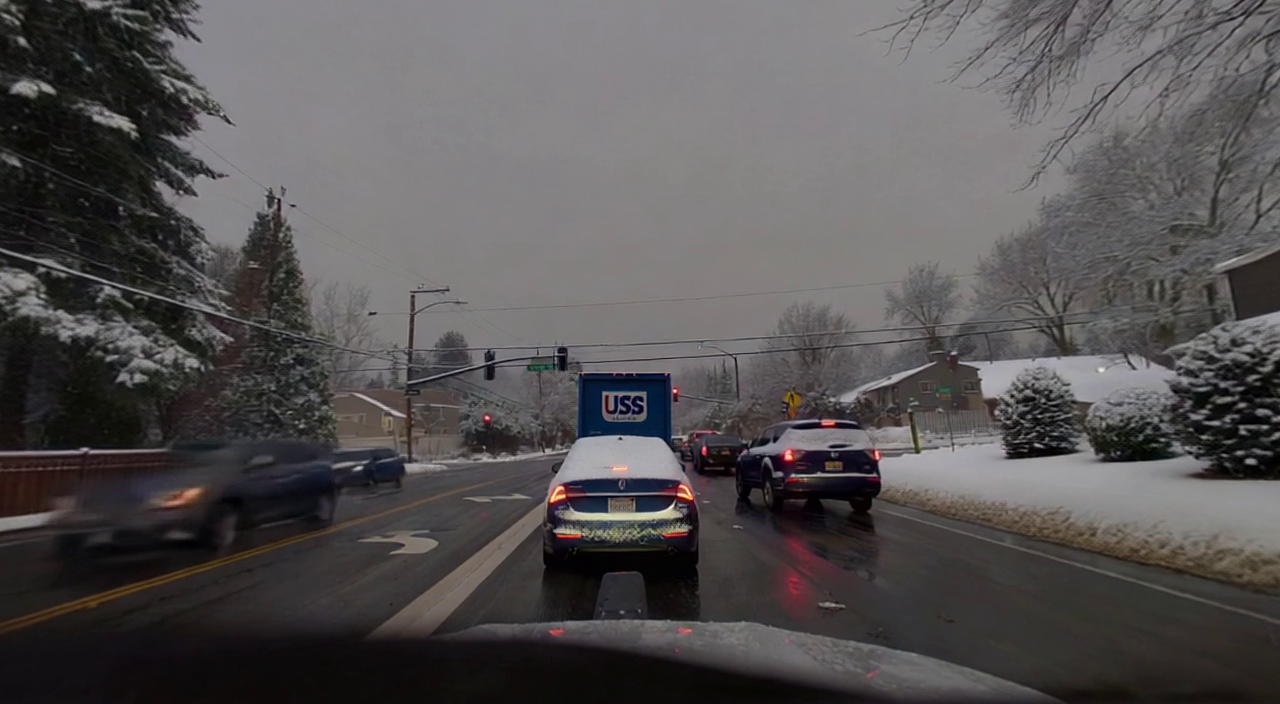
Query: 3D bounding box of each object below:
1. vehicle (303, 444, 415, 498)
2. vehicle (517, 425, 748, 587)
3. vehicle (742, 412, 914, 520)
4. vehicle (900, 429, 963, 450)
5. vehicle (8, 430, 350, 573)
[{"bbox_3d":[-9.732,4.110,22.324,1.857,1.682,4.393,0,-8,0],"label":"vehicle"},{"bbox_3d":[-0.126,1.738,8.033,2.135,1.483,4.207,0,-8,-2],"label":"vehicle"},{"bbox_3d":[3.598,2.295,13.191,2.145,1.847,4.524,0,-8,-1],"label":"vehicle"},{"bbox_3d":[21.401,6.465,46.437,3.880,1.447,1.778,2,-9,-15],"label":"vehicle"},{"bbox_3d":[-6.351,2.053,9.505,1.962,1.640,4.161,0,-8,0],"label":"vehicle"}]
